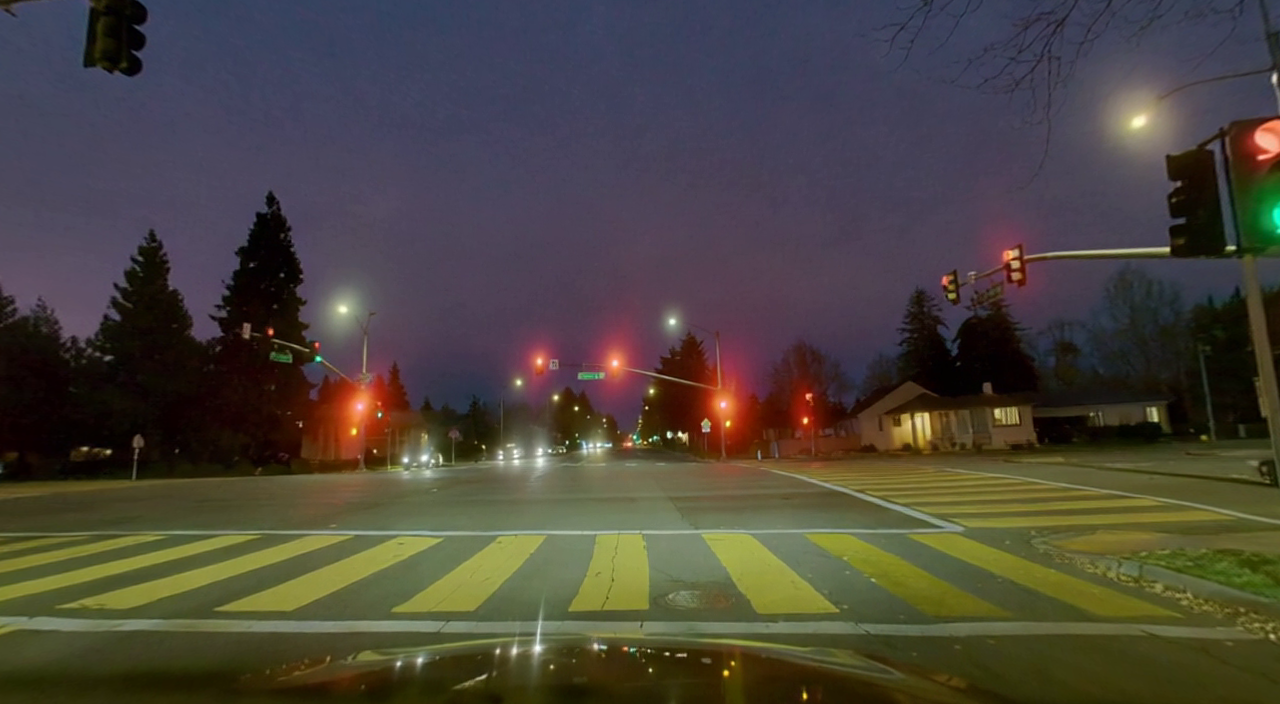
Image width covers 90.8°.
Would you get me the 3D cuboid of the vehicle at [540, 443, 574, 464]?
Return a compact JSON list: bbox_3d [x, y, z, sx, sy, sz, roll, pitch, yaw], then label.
[{"bbox_3d":[-6.129,7.520,47.049,1.936,1.444,4.168,0,-8,0],"label":"vehicle"}]
